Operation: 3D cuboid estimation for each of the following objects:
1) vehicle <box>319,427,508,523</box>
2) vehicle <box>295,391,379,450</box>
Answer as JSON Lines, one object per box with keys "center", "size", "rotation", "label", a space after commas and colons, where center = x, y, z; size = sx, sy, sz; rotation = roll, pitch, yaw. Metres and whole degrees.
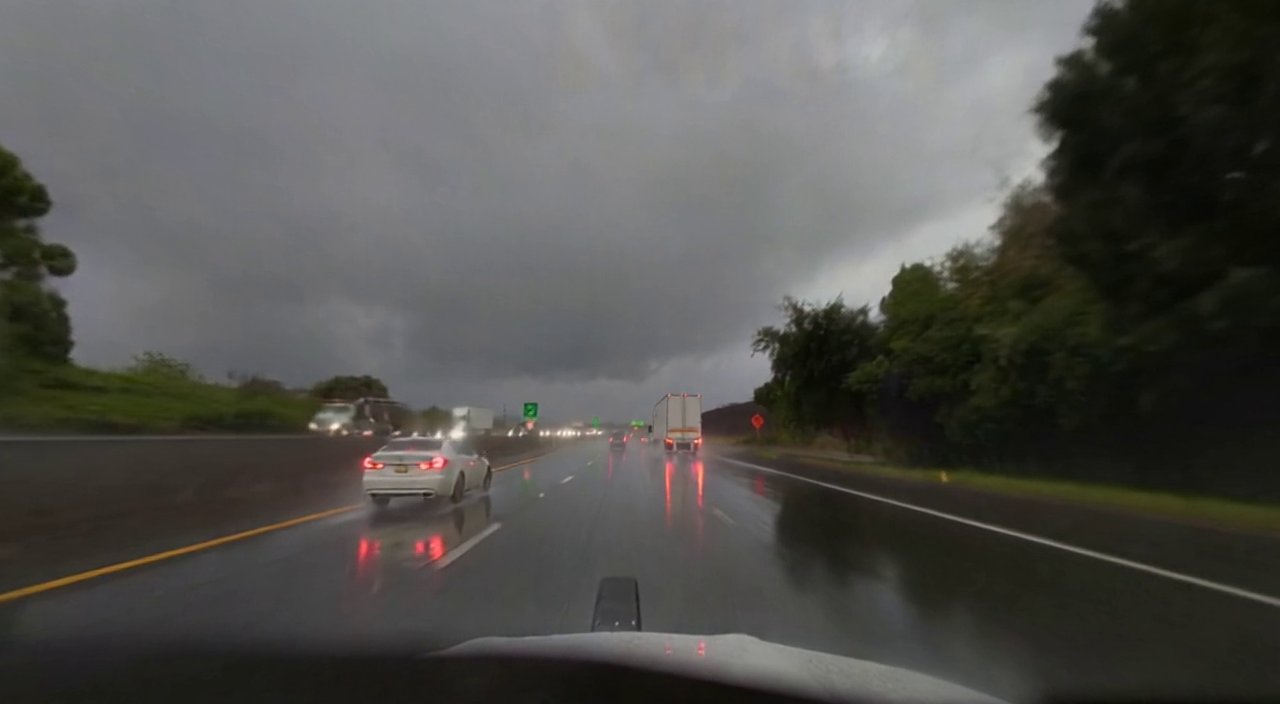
{"center": [-3.906, 2.168, 11.826], "size": [1.971, 1.444, 4.401], "rotation": [0, -8, -1], "label": "vehicle"}
{"center": [-20.498, 4.741, 43.002], "size": [2.925, 3.762, 5.701], "rotation": [0, -7, -1], "label": "vehicle"}
